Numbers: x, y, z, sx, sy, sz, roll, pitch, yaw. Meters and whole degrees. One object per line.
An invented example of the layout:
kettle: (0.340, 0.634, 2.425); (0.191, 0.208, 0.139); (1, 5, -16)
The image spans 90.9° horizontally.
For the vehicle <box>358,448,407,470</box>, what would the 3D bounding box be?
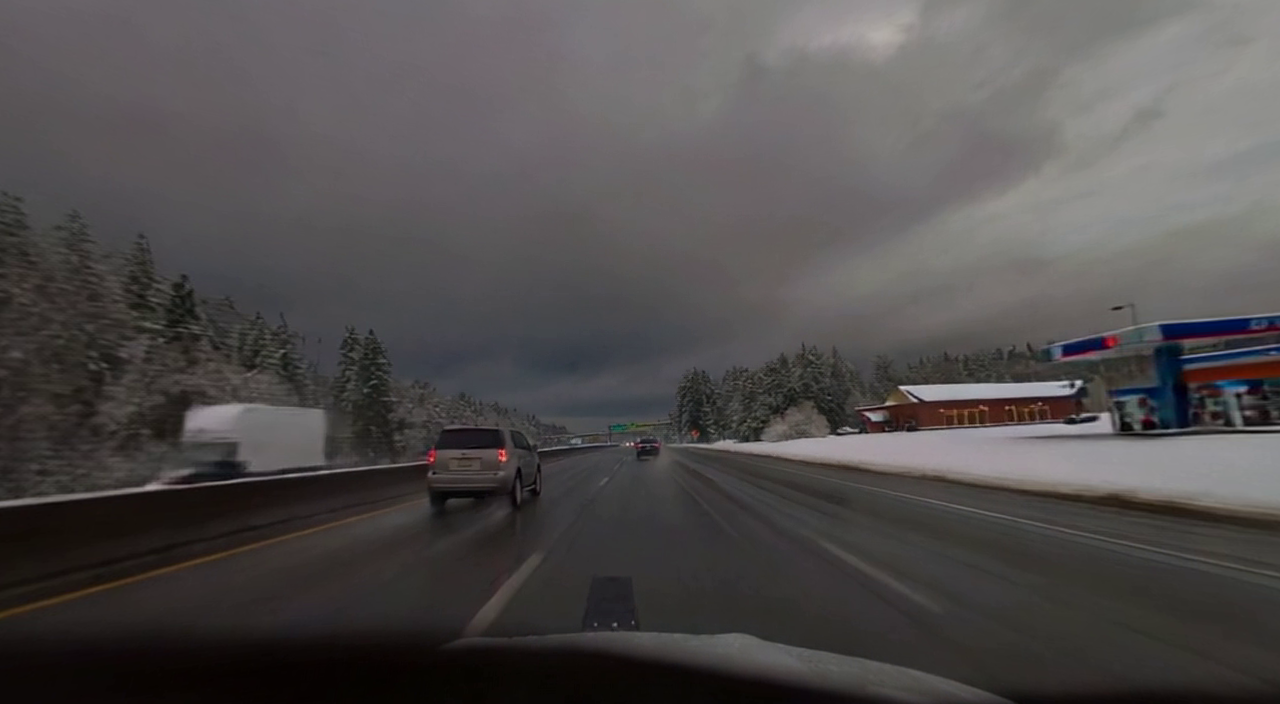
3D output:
vehicle: (-19.466, 8.100, 47.757); (2.015, 1.482, 4.116); (0, -8, -1)

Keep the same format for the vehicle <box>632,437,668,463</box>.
vehicle: (0.553, 6.291, 40.702); (2.151, 1.550, 4.694); (0, -8, -1)

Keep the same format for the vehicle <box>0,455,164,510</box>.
vehicle: (-19.491, 4.508, 22.218); (1.803, 1.546, 4.649); (0, -8, -1)

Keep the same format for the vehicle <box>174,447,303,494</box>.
vehicle: (-15.711, 4.616, 24.977); (2.296, 1.613, 4.295); (0, -8, -1)

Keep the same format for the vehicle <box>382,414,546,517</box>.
vehicle: (-3.343, 2.231, 13.013); (2.061, 1.732, 4.457); (0, -8, 0)
